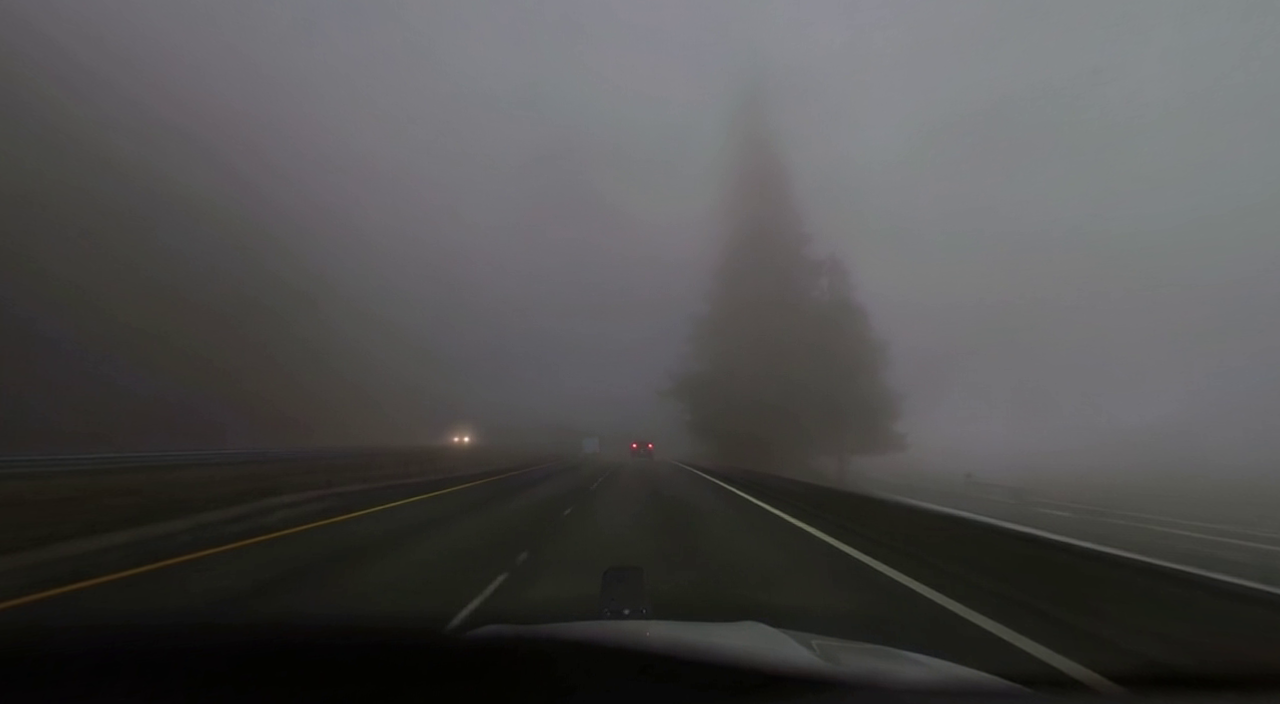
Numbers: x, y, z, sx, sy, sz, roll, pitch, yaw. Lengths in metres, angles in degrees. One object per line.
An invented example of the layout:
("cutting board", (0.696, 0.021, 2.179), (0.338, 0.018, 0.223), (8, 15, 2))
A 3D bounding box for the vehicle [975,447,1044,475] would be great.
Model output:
("vehicle", (22.313, 6.558, 38.236), (1.889, 1.560, 4.976), (-2, -8, 9))

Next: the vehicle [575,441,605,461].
("vehicle", (-3.929, 7.849, 49.867), (2.057, 1.514, 3.845), (0, -8, 0))
